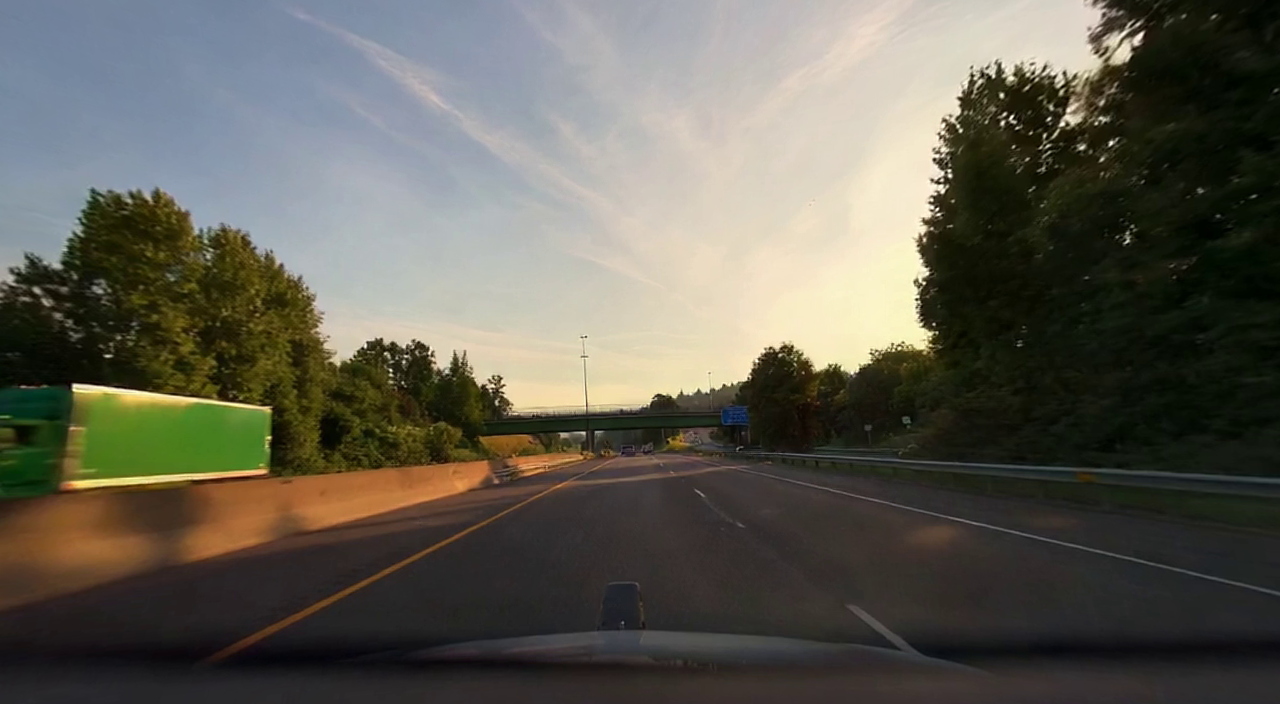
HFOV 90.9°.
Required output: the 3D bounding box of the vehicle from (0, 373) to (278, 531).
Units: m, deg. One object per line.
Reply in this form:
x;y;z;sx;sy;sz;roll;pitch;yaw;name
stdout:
-15.930;3.076;19.610;3.218;3.648;9.879;0;-9;1;vehicle
